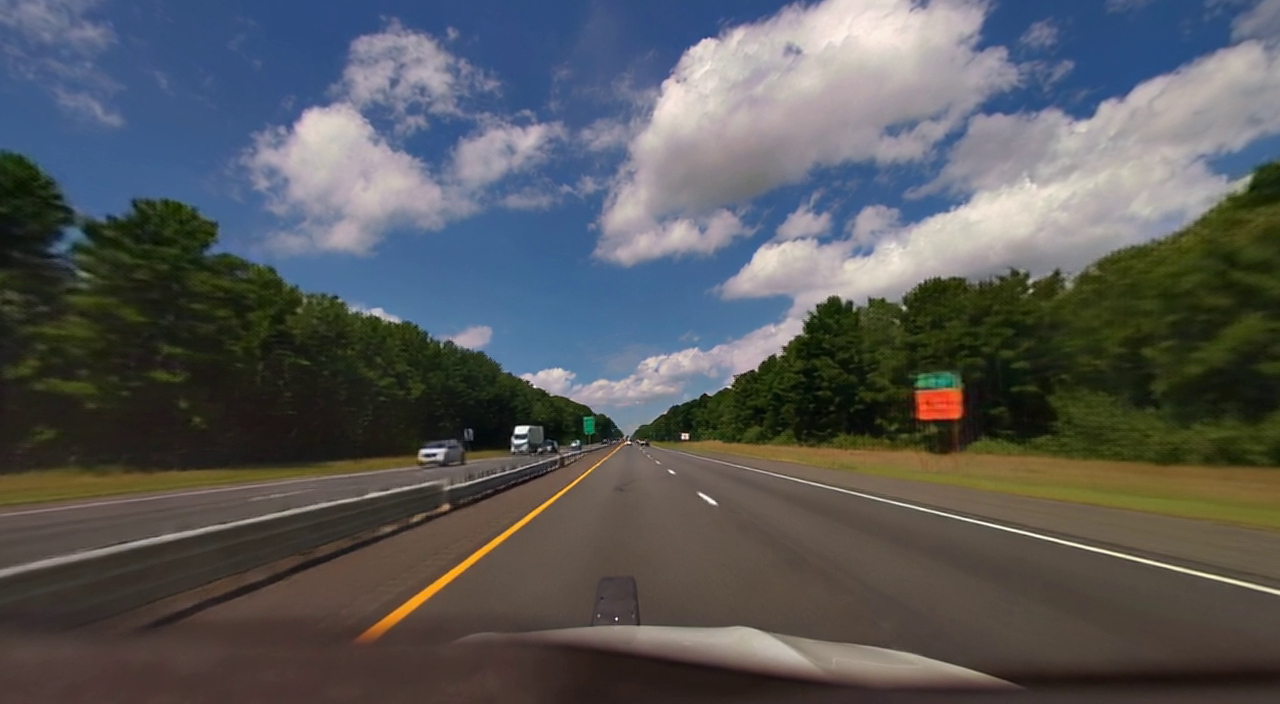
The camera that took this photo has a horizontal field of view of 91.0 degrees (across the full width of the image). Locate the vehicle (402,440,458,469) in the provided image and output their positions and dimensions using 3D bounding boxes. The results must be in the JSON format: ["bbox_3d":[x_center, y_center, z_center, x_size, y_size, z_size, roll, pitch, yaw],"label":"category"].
[{"bbox_3d":[-13.085,6.398,39.497,1.966,1.729,4.312,-1,-8,0],"label":"vehicle"}]
